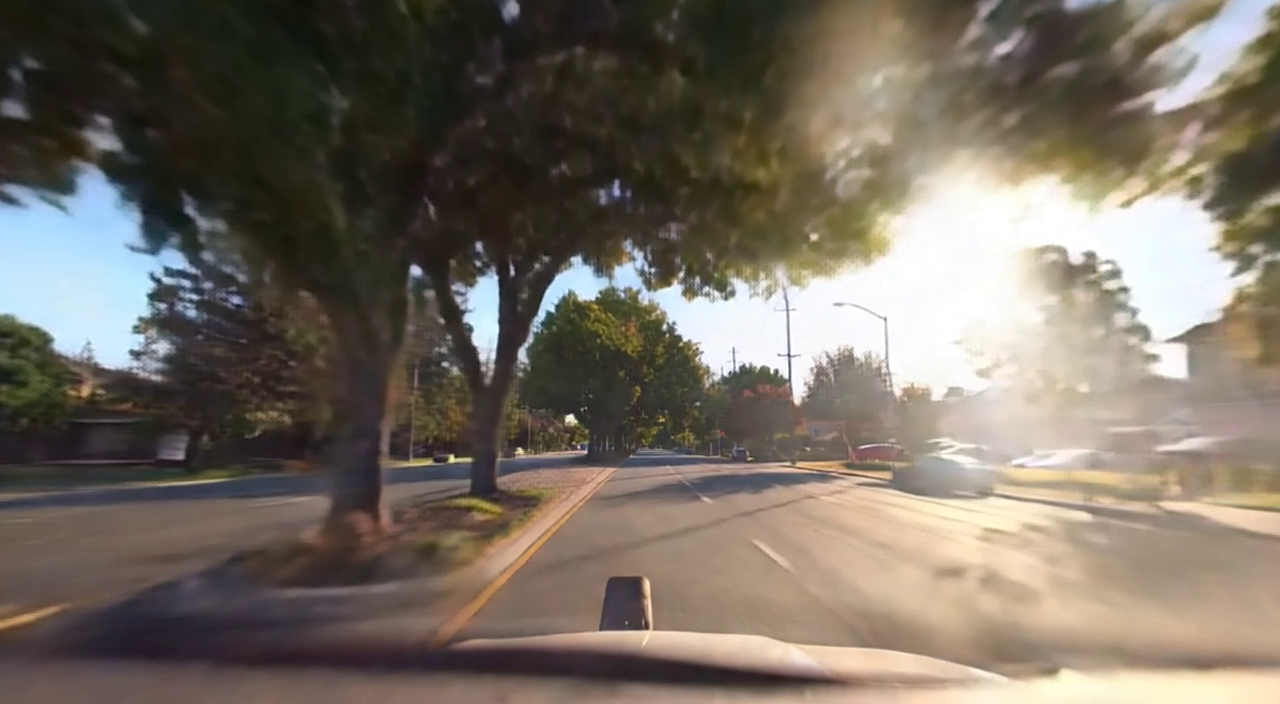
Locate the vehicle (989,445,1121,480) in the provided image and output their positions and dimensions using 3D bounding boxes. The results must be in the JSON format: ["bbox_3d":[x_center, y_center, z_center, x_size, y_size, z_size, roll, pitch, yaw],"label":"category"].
[{"bbox_3d":[19.930,5.326,30.455,4.897,1.608,2.005,0,-9,2],"label":"vehicle"}]

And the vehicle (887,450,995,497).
[{"bbox_3d":[11.522,4.641,24.537,1.929,1.489,4.777,4,-8,1],"label":"vehicle"}]

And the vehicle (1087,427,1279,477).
[{"bbox_3d":[22.802,4.141,26.185,6.075,1.933,3.018,0,-8,1],"label":"vehicle"}]
